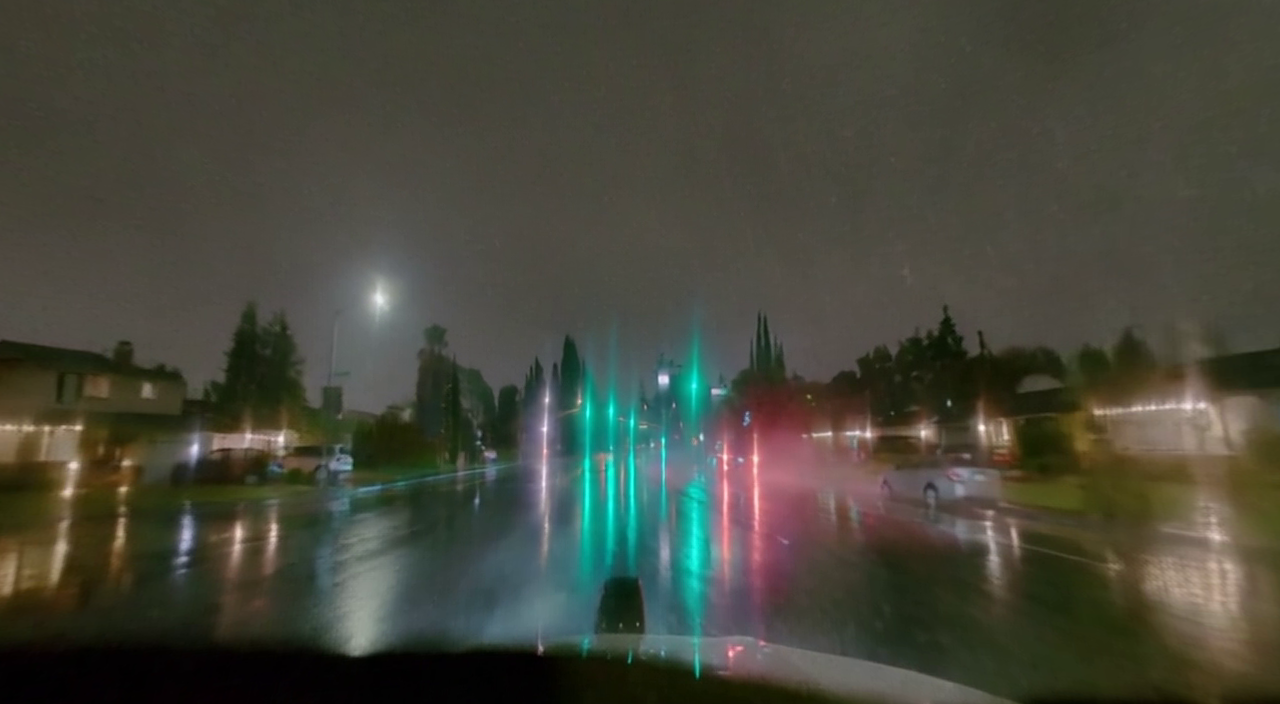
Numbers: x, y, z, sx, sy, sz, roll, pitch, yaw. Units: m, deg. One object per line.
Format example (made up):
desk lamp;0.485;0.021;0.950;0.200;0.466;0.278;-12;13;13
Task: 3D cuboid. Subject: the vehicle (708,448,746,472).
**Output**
vehicle;6.315;7.882;46.320;2.064;1.498;4.877;4;-9;0

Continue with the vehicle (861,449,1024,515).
vehicle;7.830;3.366;16.935;1.951;1.528;4.366;1;-9;-4

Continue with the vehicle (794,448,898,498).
vehicle;7.355;4.321;23.121;1.934;1.504;4.928;4;-9;-3

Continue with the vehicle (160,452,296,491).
vehicle;-17.936;5.207;27.694;4.598;1.445;1.973;-2;-9;-1

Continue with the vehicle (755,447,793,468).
vehicle;10.203;8.069;48.429;1.925;1.490;4.475;0;-9;1

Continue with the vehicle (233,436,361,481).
vehicle;-18.055;5.657;33.520;5.096;2.070;2.687;2;-10;1
